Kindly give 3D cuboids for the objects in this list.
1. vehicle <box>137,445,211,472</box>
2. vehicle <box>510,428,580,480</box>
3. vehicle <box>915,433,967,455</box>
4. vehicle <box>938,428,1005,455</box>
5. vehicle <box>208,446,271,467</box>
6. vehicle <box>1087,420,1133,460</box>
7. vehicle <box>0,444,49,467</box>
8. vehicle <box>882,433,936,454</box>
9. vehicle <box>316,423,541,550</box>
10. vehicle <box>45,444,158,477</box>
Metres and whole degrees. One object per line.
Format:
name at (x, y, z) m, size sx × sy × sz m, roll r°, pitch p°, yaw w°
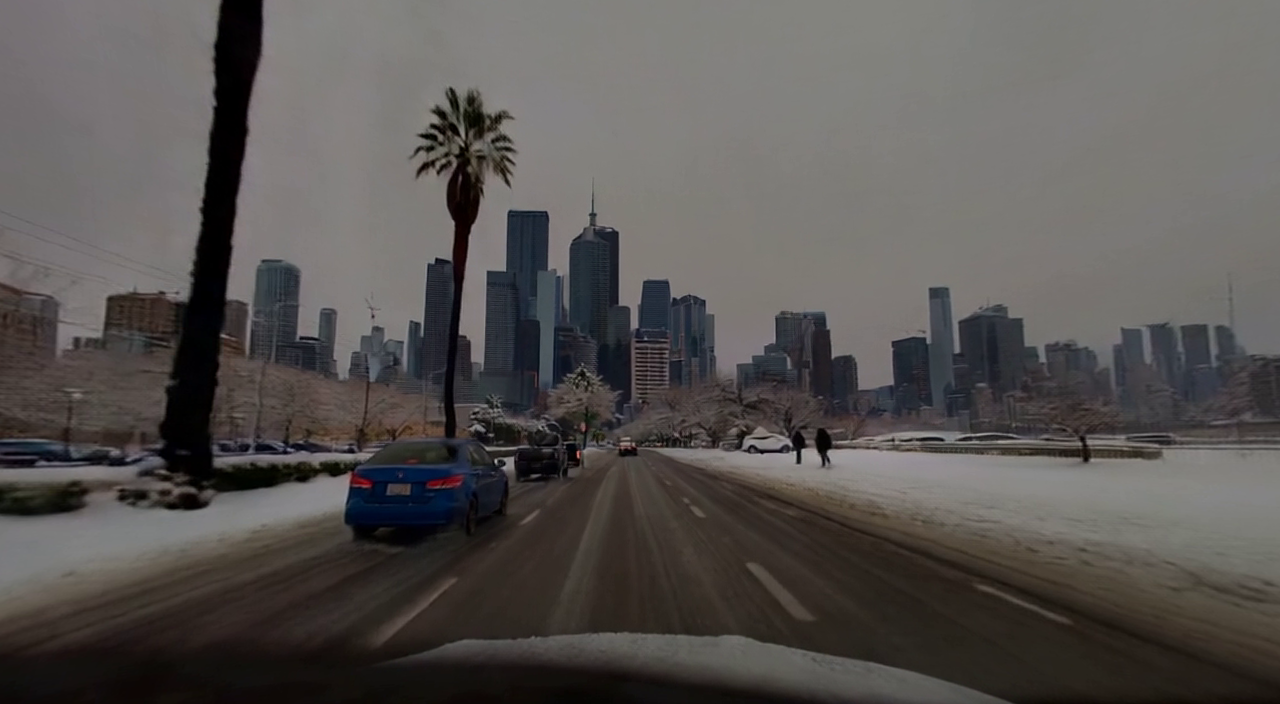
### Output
vehicle at (-31.209, 7.124, 42.441) m, size 1.835 × 1.664 × 3.972 m, roll -1°, pitch -8°, yaw 2°
vehicle at (-3.334, 3.681, 22.926) m, size 1.894 × 1.702 × 3.999 m, roll 0°, pitch -8°, yaw 0°
vehicle at (22.551, 6.912, 47.522) m, size 1.938 × 1.522 × 4.121 m, roll 0°, pitch -8°, yaw 1°
vehicle at (24.910, 6.786, 47.714) m, size 2.147 × 1.886 × 5.603 m, roll 0°, pitch -8°, yaw 1°
vehicle at (-31.129, 8.122, 49.282) m, size 1.859 × 1.524 × 4.812 m, roll 0°, pitch -8°, yaw -2°
vehicle at (24.258, 4.530, 32.615) m, size 1.679 × 1.923 × 3.703 m, roll -6°, pitch -10°, yaw 36°
vehicle at (-42.842, 6.990, 42.756) m, size 3.721 × 1.477 × 1.828 m, roll 0°, pitch -8°, yaw -3°
vehicle at (20.174, 6.886, 47.623) m, size 1.976 × 1.431 × 4.774 m, roll -1°, pitch -8°, yaw -1°
vehicle at (-2.957, 1.981, 10.032) m, size 2.071 × 1.544 × 4.383 m, roll 0°, pitch -8°, yaw 0°
vehicle at (-30.882, 6.208, 36.495) m, size 1.947 × 1.763 × 5.176 m, roll 0°, pitch -8°, yaw -1°
